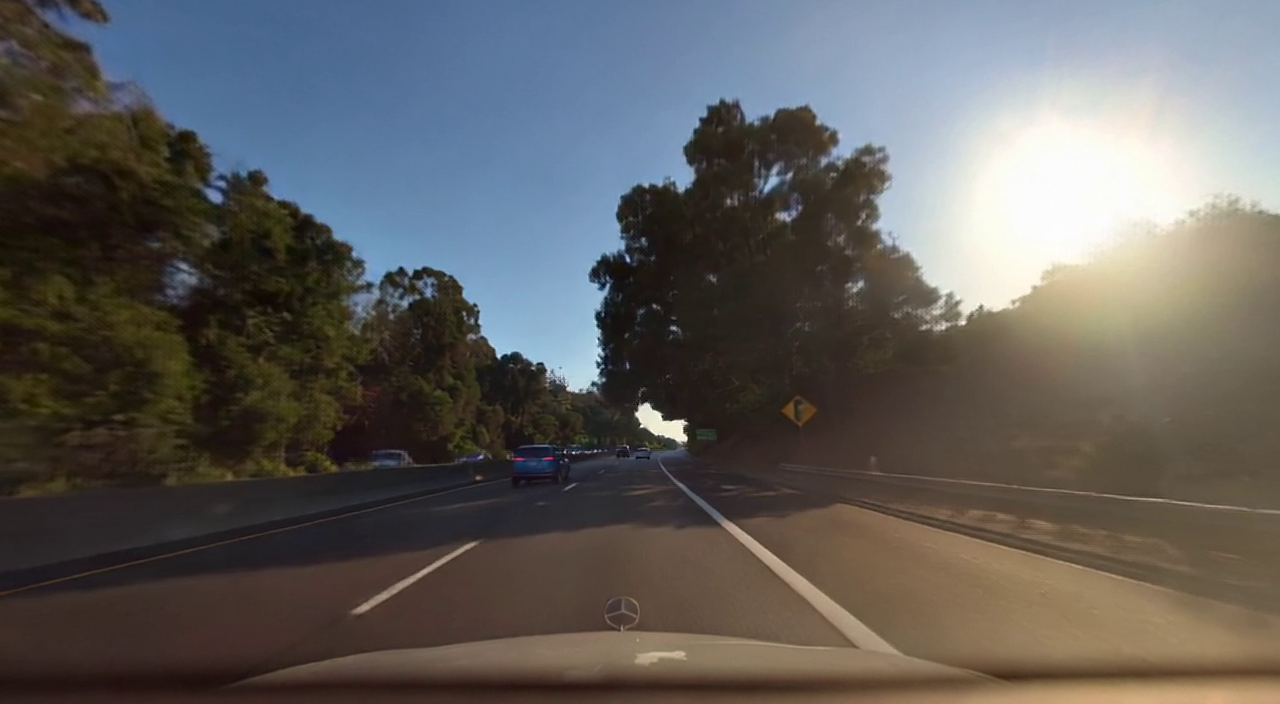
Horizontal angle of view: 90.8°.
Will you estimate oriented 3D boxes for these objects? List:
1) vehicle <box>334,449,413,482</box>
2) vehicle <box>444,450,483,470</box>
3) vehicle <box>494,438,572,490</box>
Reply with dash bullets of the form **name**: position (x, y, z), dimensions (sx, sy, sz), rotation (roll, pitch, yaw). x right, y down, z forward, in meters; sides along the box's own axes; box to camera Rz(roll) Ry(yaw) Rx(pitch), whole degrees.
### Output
- **vehicle**: position (-12.487, 5.309, 29.876), dimensions (1.831, 1.438, 4.282), rotation (0, -9, 1)
- **vehicle**: position (-13.348, 8.181, 47.932), dimensions (1.828, 1.414, 3.803), rotation (0, -9, 1)
- **vehicle**: position (-3.891, 4.169, 23.849), dimensions (2.110, 1.727, 4.607), rotation (0, -9, 1)
